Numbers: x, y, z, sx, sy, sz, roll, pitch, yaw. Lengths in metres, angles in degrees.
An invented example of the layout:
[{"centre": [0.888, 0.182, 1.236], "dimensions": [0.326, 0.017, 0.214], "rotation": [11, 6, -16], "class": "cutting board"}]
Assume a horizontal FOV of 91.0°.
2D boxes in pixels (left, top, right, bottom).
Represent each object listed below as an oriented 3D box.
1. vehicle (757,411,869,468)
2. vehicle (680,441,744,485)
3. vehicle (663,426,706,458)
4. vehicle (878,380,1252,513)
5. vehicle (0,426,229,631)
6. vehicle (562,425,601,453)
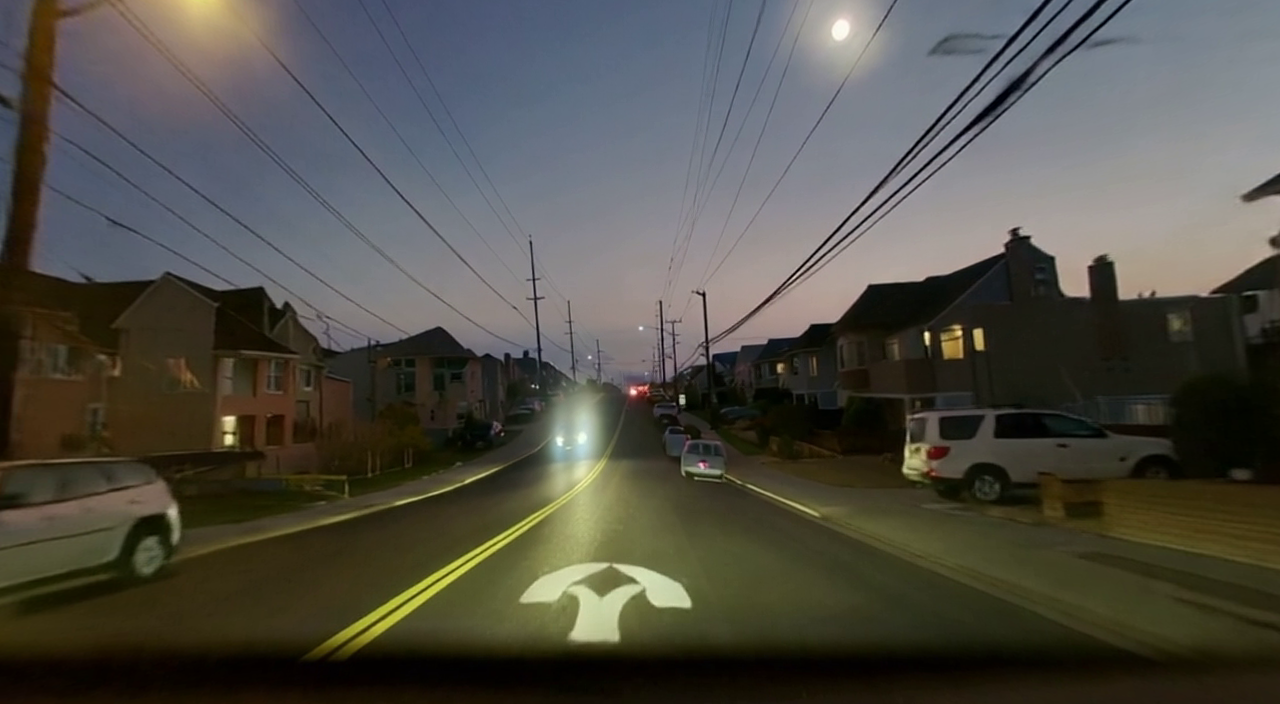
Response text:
[{"centre": [7.799, 3.997, 28.697], "dimensions": [4.286, 2.044, 1.913], "rotation": [-6, -9, -1], "class": "vehicle"}, {"centre": [2.694, 4.264, 24.430], "dimensions": [2.063, 1.503, 4.415], "rotation": [-1, -9, 1], "class": "vehicle"}, {"centre": [2.688, 5.576, 39.329], "dimensions": [2.211, 1.860, 4.813], "rotation": [0, -7, -1], "class": "vehicle"}, {"centre": [7.855, 1.821, 12.162], "dimensions": [5.512, 1.846, 2.115], "rotation": [-5, -9, 1], "class": "vehicle"}, {"centre": [-6.699, 1.742, 6.289], "dimensions": [2.156, 1.764, 4.410], "rotation": [-3, -11, 0], "class": "vehicle"}, {"centre": [-3.965, 5.966, 43.305], "dimensions": [2.096, 1.542, 4.481], "rotation": [-1, -4, 1], "class": "vehicle"}]
